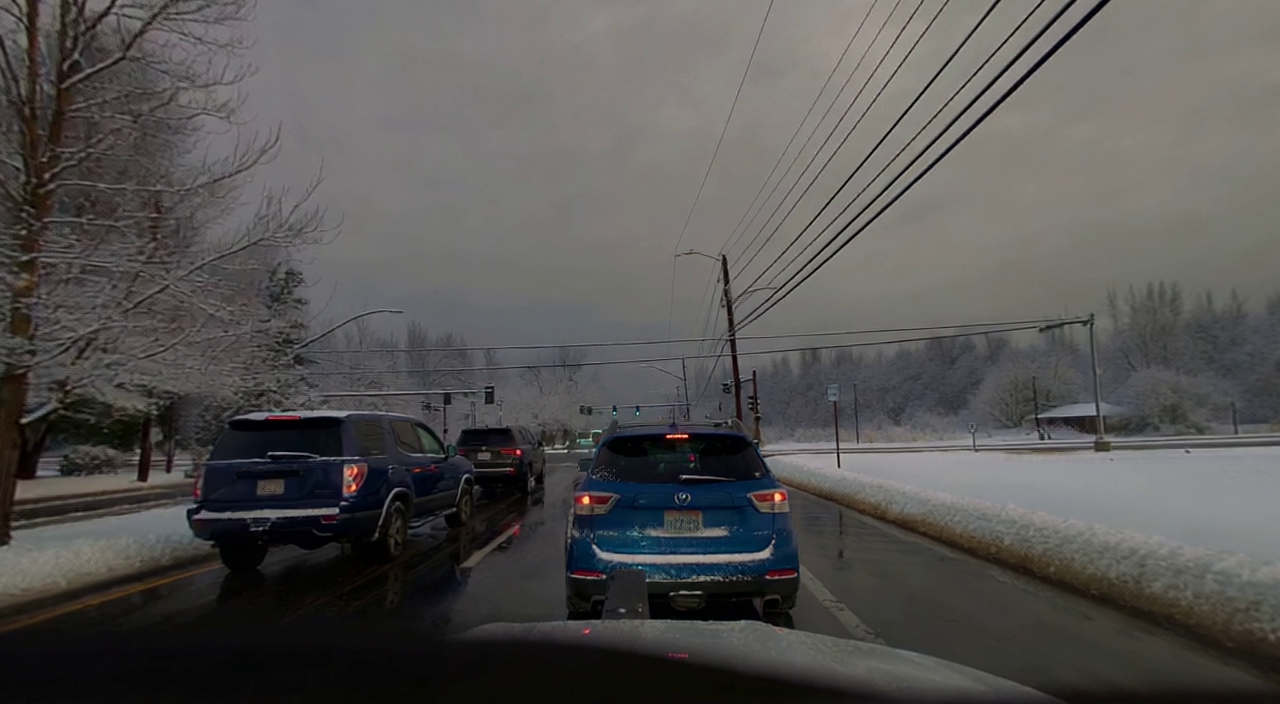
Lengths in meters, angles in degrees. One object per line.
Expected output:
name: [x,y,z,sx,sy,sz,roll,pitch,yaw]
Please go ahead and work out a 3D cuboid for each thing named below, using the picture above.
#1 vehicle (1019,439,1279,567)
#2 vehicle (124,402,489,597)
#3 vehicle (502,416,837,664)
vehicle: [8.388,2.160,9.925,1.993,1.508,4.521,0,-9,-1]
vehicle: [-3.470,1.628,7.812,2.105,1.706,4.337,0,-9,0]
vehicle: [0.116,1.450,5.946,2.056,1.487,4.003,0,-9,-2]
